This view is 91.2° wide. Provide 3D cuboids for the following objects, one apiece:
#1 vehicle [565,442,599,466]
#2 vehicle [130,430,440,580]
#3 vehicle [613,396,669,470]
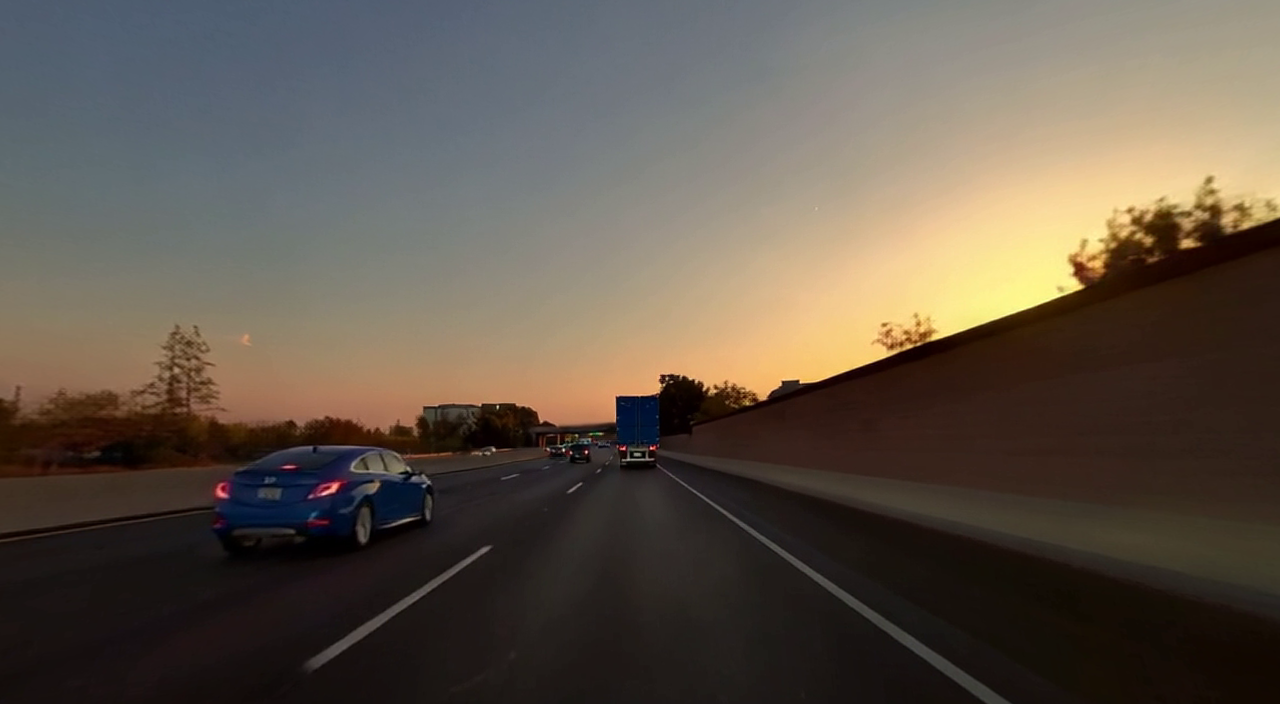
[{"bbox_3d":[-4.052,7.237,44.507,2.006,1.572,4.082,0,-9,0],"label":"vehicle"},{"bbox_3d":[-4.237,1.858,8.354,1.895,1.500,3.808,0,-9,0],"label":"vehicle"},{"bbox_3d":[-0.036,5.381,40.673,3.123,4.094,10.812,0,-9,-1],"label":"vehicle"}]
